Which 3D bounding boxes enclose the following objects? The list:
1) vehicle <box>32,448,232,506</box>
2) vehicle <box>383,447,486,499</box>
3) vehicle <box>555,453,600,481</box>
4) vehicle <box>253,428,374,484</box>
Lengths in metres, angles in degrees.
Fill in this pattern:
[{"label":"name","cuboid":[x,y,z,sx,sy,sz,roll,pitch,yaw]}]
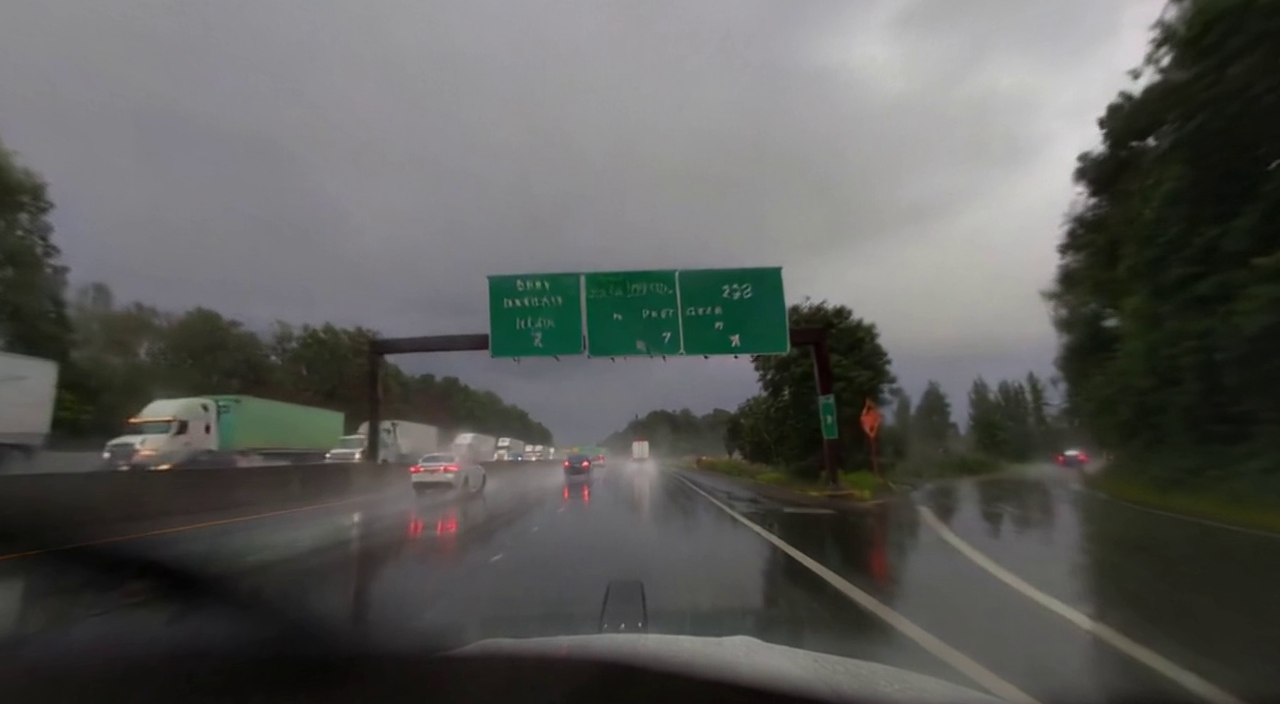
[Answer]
[{"label":"vehicle","cuboid":[-14.459,3.550,18.402,1.905,1.461,4.736,0,-9,0]},{"label":"vehicle","cuboid":[-7.283,4.321,22.939,2.122,1.685,4.714,0,-9,0]},{"label":"vehicle","cuboid":[-3.433,6.450,35.525,2.076,1.453,4.094,0,-9,1]},{"label":"vehicle","cuboid":[-15.258,4.926,30.045,2.527,2.391,5.963,0,-9,0]}]
